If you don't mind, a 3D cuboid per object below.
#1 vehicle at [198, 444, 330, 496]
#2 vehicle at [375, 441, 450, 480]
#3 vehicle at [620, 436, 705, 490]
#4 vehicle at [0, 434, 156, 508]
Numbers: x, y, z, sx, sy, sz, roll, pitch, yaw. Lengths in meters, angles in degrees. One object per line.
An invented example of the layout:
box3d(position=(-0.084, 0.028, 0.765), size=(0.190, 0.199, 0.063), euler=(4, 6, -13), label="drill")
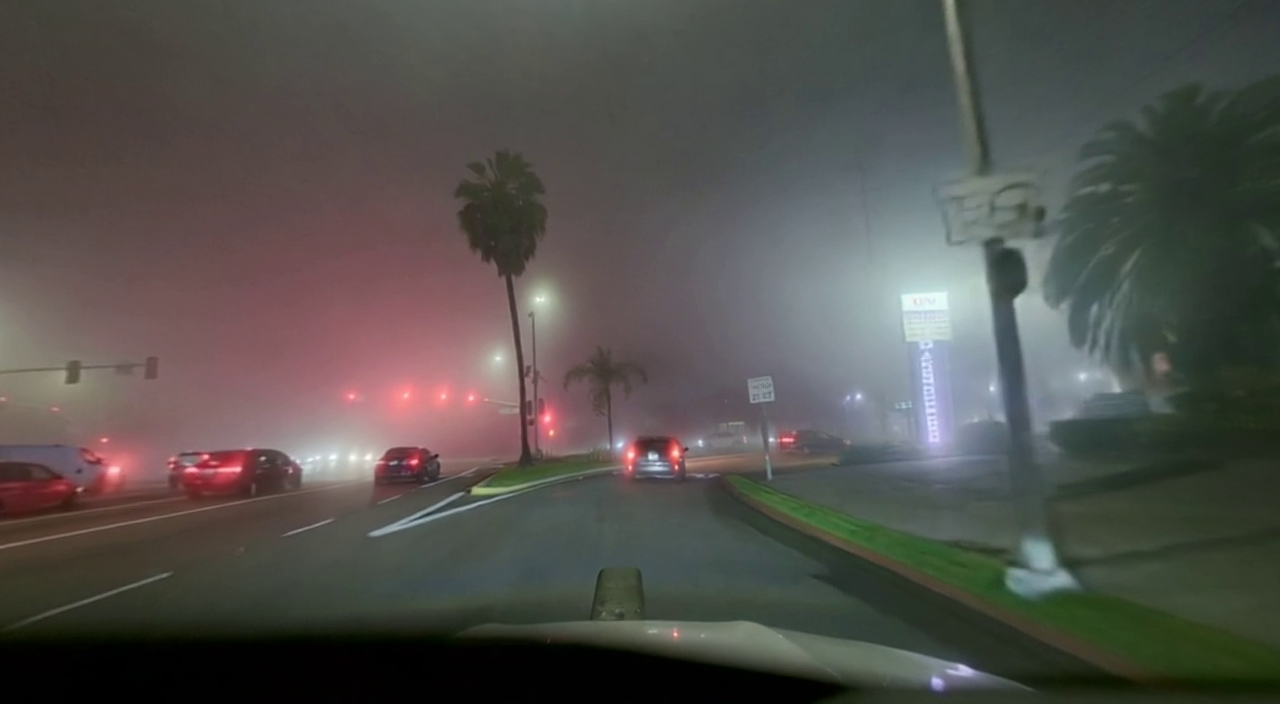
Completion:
box3d(position=(-12.011, 3.774, 20.591), size=(1.905, 1.482, 4.463), euler=(1, -9, -6), label="vehicle")
box3d(position=(-9.574, 4.594, 26.993), size=(1.912, 1.487, 4.471), euler=(1, -9, -6), label="vehicle")
box3d(position=(0.843, 3.460, 20.055), size=(2.070, 1.493, 4.570), euler=(-2, -9, 10), label="vehicle")
box3d(position=(-18.732, 3.685, 20.126), size=(2.627, 2.009, 5.719), euler=(1, -9, -8), label="vehicle")
